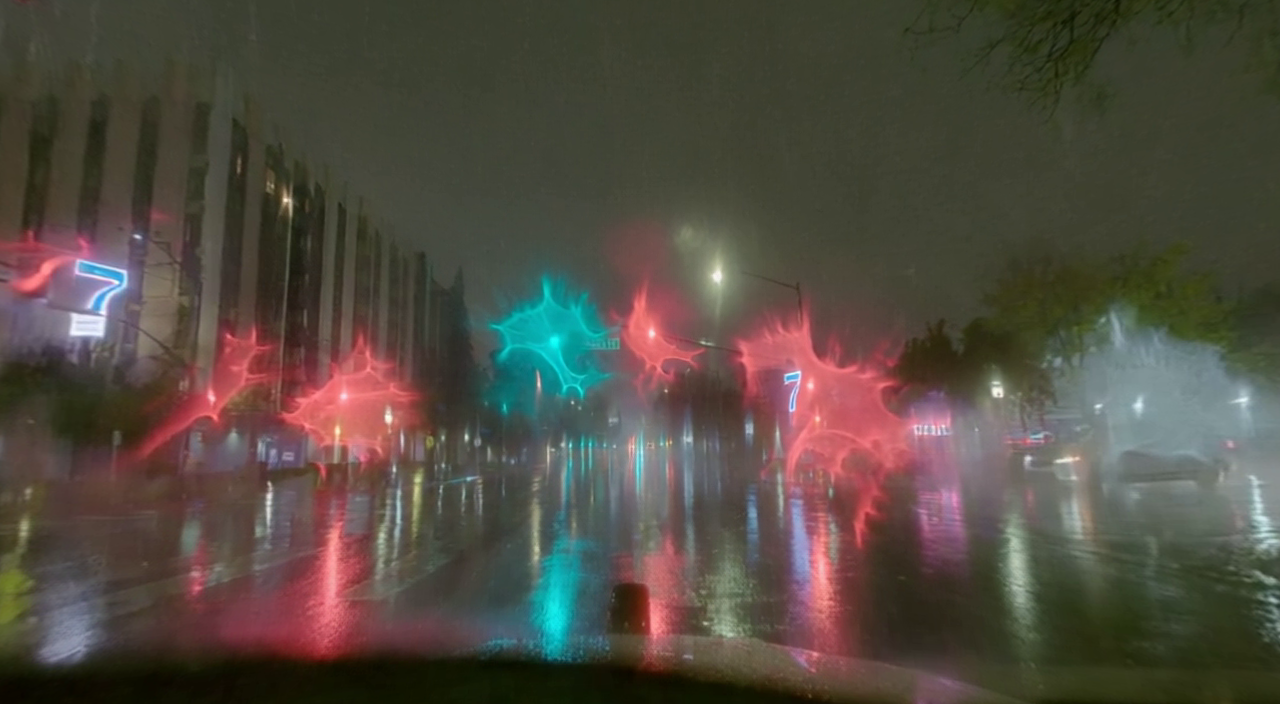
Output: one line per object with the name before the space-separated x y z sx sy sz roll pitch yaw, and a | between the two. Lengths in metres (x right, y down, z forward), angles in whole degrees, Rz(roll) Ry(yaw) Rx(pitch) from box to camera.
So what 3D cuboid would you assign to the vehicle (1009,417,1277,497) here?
vehicle | 12.159 2.562 15.518 4.836 1.795 1.957 0 -8 0
